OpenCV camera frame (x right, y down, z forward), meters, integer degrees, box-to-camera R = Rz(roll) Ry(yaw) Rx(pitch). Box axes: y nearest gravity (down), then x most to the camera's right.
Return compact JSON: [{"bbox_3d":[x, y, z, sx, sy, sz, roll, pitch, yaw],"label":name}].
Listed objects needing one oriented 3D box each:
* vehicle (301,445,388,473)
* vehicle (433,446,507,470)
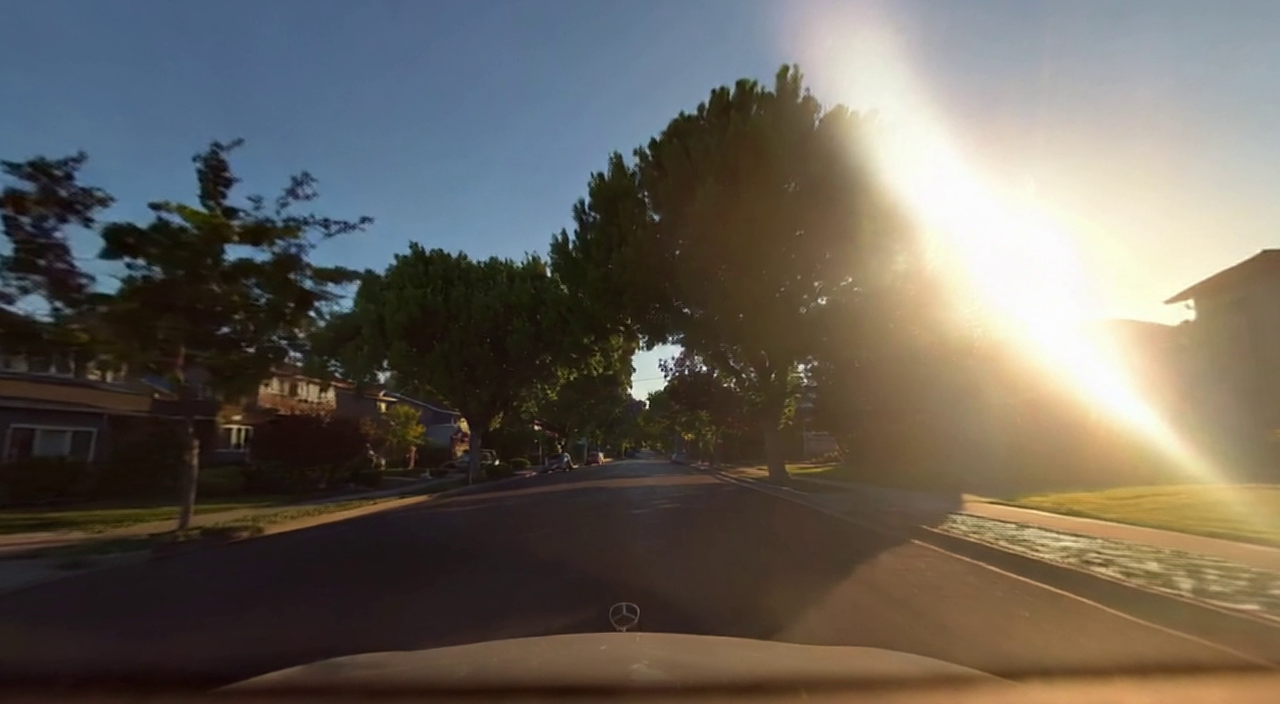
[{"bbox_3d":[-17.261,6.273,36.923,4.112,1.497,1.956,-2,-9,3],"label":"vehicle"},{"bbox_3d":[-12.530,7.853,46.593,4.876,1.733,1.989,0,-9,3],"label":"vehicle"}]
